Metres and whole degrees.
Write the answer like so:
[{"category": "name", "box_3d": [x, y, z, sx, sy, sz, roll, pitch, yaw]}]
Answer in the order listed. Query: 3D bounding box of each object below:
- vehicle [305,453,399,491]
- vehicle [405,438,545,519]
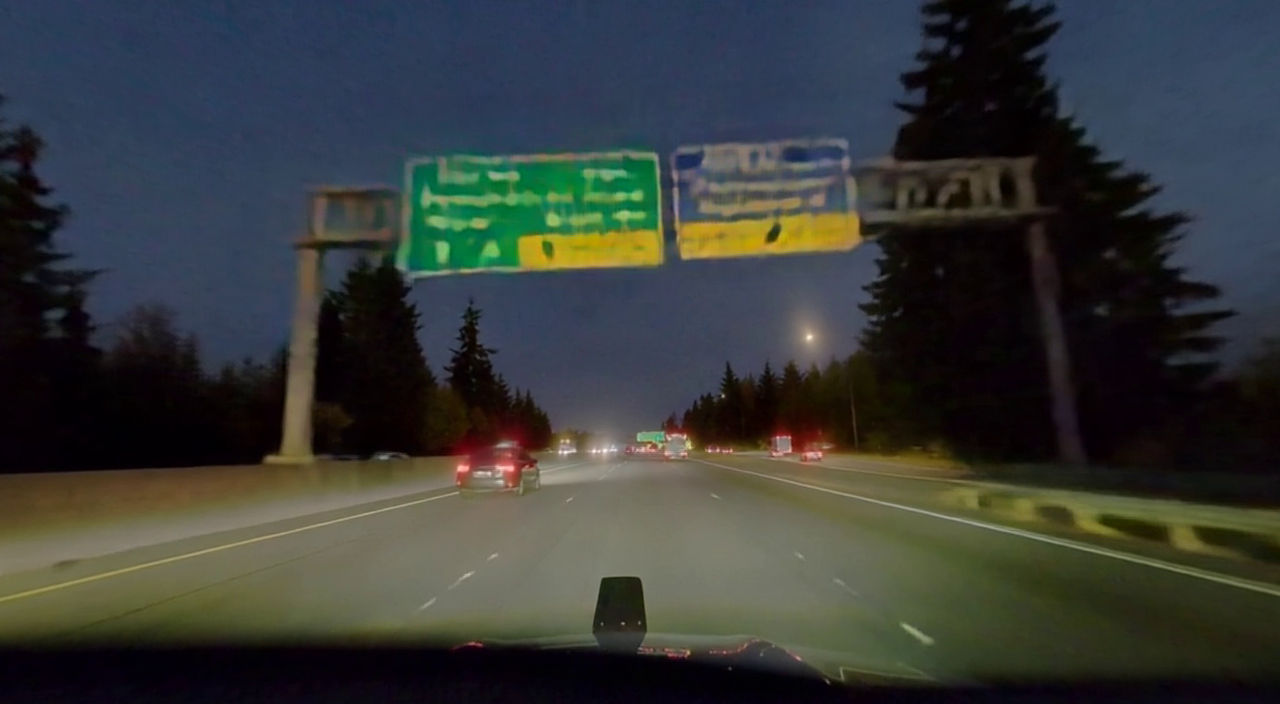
[{"category": "vehicle", "box_3d": [-12.287, 5.129, 27.250, 1.926, 1.463, 4.422, 0, -9, 1]}, {"category": "vehicle", "box_3d": [-3.492, 2.764, 14.230, 1.936, 1.545, 4.116, 0, -9, 2]}]
